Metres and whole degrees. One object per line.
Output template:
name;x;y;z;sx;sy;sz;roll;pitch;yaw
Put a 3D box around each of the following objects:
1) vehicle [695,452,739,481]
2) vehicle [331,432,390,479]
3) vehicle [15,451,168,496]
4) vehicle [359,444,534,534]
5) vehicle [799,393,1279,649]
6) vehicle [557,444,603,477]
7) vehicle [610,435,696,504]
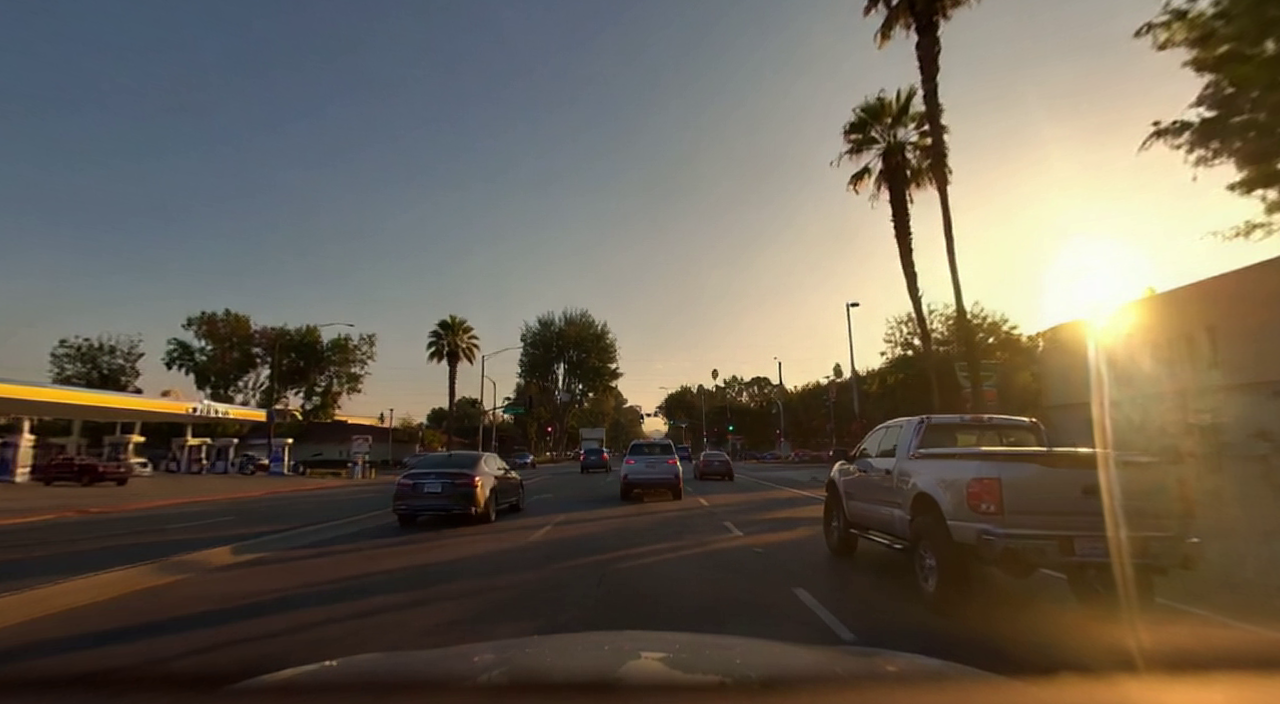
vehicle;4.030;6.072;33.503;1.901;1.401;3.965;0;-9;1
vehicle;-18.141;6.724;40.699;3.441;2.870;2.109;-9;-13;43
vehicle;-29.300;6.448;34.007;2.543;2.092;6.613;0;-9;-3
vehicle;-3.701;2.697;13.086;1.983;1.502;4.720;0;-9;2
vehicle;3.633;1.625;7.345;2.120;1.828;5.531;0;-9;0
vehicle;-3.424;6.315;36.780;2.071;1.811;4.605;0;-9;2
vehicle;0.375;3.583;19.726;2.295;1.835;5.471;0;-9;1
